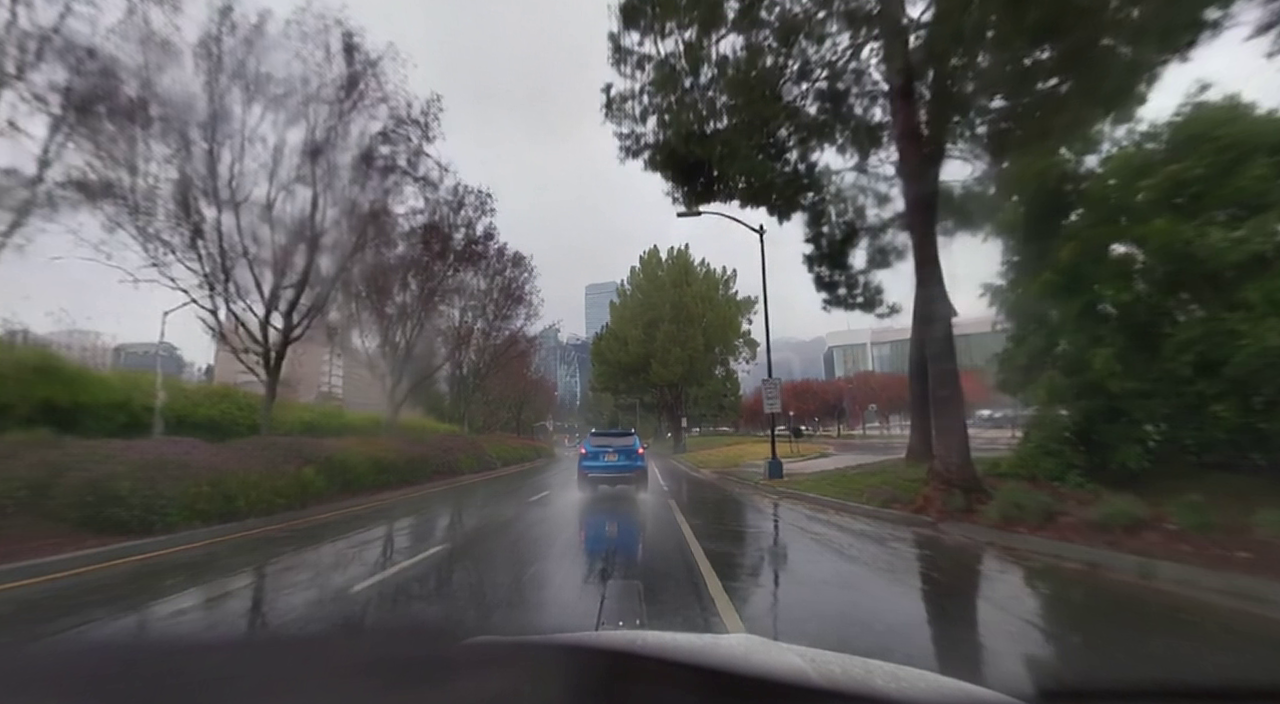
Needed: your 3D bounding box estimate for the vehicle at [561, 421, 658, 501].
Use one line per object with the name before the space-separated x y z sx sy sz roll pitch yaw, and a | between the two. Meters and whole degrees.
vehicle | -0.680 2.723 16.178 2.131 1.761 4.242 0 -8 0
